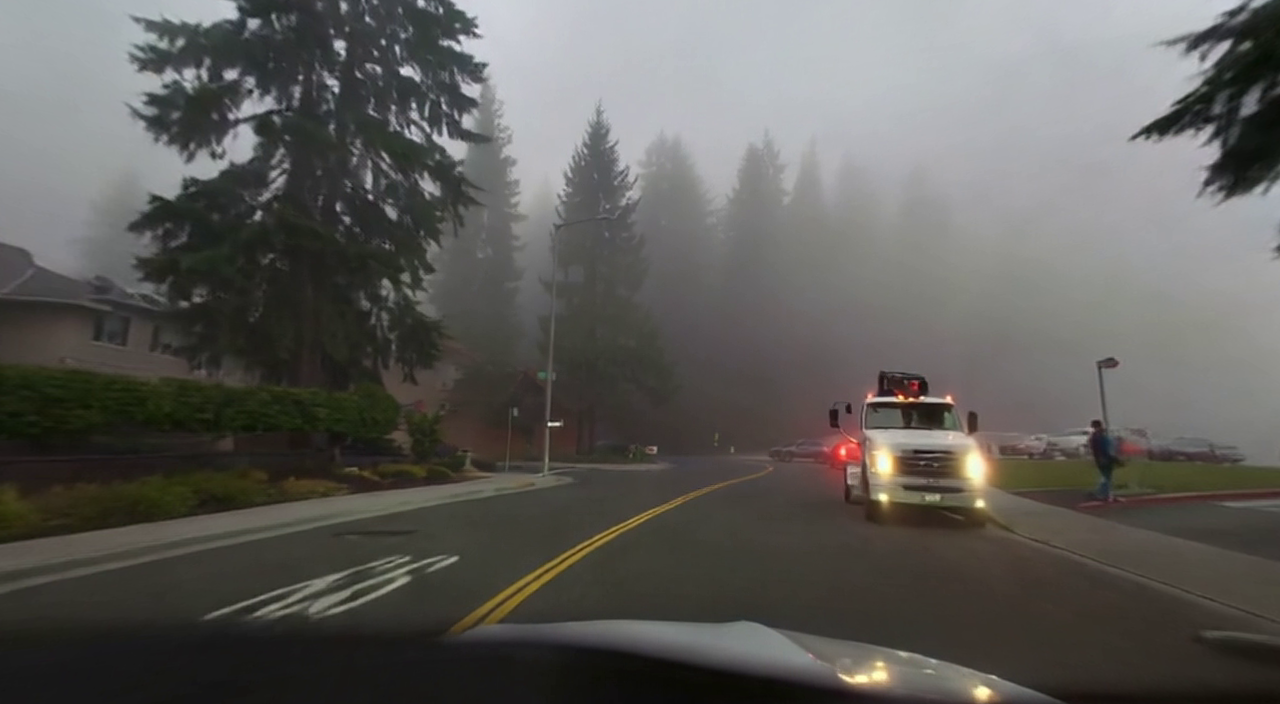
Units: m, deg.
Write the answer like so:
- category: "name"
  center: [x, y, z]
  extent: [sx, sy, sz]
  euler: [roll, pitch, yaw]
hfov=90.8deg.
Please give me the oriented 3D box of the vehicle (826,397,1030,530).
- category: "vehicle"
  center: [5.555, 2.291, 13.598]
  extent: [2.874, 2.021, 7.293]
  euler: [-2, -9, 16]
